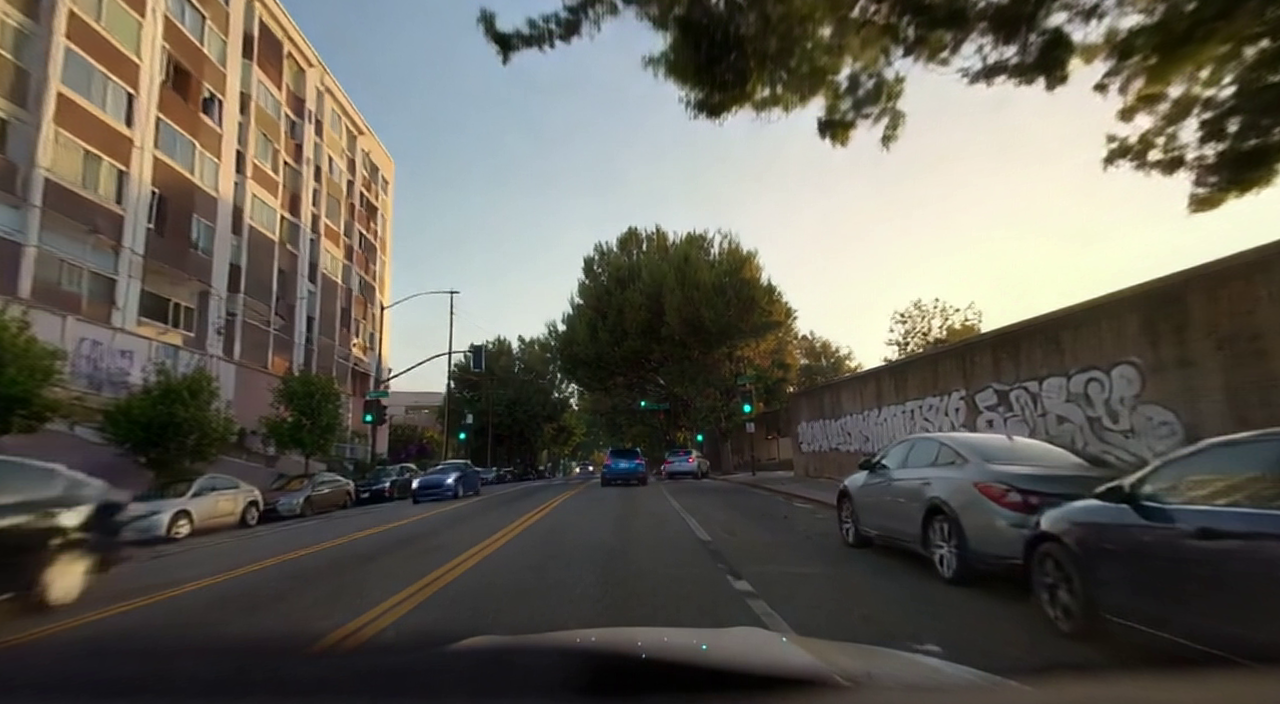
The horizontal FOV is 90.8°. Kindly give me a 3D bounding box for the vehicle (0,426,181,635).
[{"bbox_3d":[-6.473,1.493,5.172,2.147,1.747,4.409,0,-8,-1],"label":"vehicle"}]

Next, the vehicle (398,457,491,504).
[{"bbox_3d":[-6.820,4.511,22.593,2.040,1.402,4.237,0,-8,-1],"label":"vehicle"}]

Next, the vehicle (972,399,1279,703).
[{"bbox_3d":[4.137,1.135,3.499,2.032,1.687,4.374,0,-8,-3],"label":"vehicle"}]

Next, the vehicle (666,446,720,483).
[{"bbox_3d":[2.834,5.810,32.976,2.207,1.761,4.292,-2,-9,13],"label":"vehicle"}]

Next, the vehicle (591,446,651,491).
[{"bbox_3d":[-0.713,4.547,25.058,2.166,1.579,4.300,0,-8,-1],"label":"vehicle"}]

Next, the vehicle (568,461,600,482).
[{"bbox_3d":[-4.319,9.312,49.492,2.095,1.447,4.202,0,-8,0],"label":"vehicle"}]

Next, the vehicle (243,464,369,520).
[{"bbox_3d":[-11.203,4.692,21.648,1.931,1.499,4.645,-2,-8,-2],"label":"vehicle"}]
